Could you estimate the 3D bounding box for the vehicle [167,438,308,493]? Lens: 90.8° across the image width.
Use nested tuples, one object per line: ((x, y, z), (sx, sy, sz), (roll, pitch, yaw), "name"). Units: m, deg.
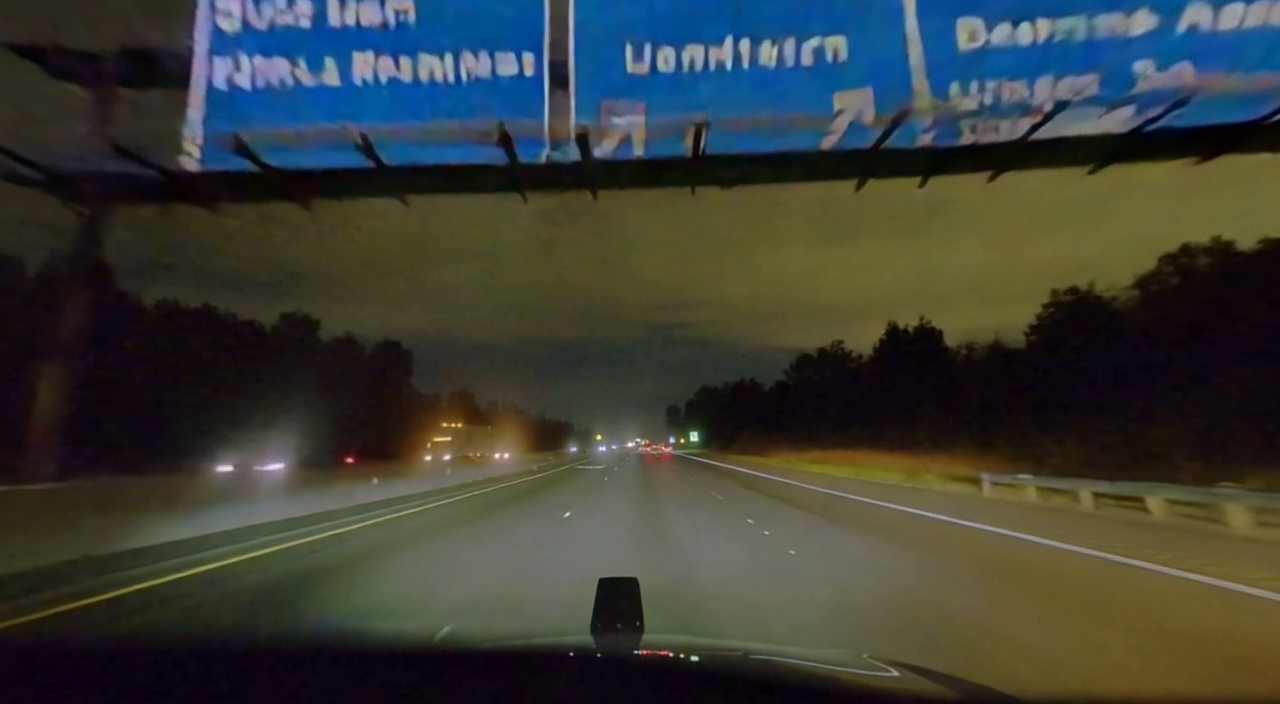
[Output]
((-14.679, 4.145, 23.412), (2.040, 1.827, 4.736), (0, -9, 0), "vehicle")
